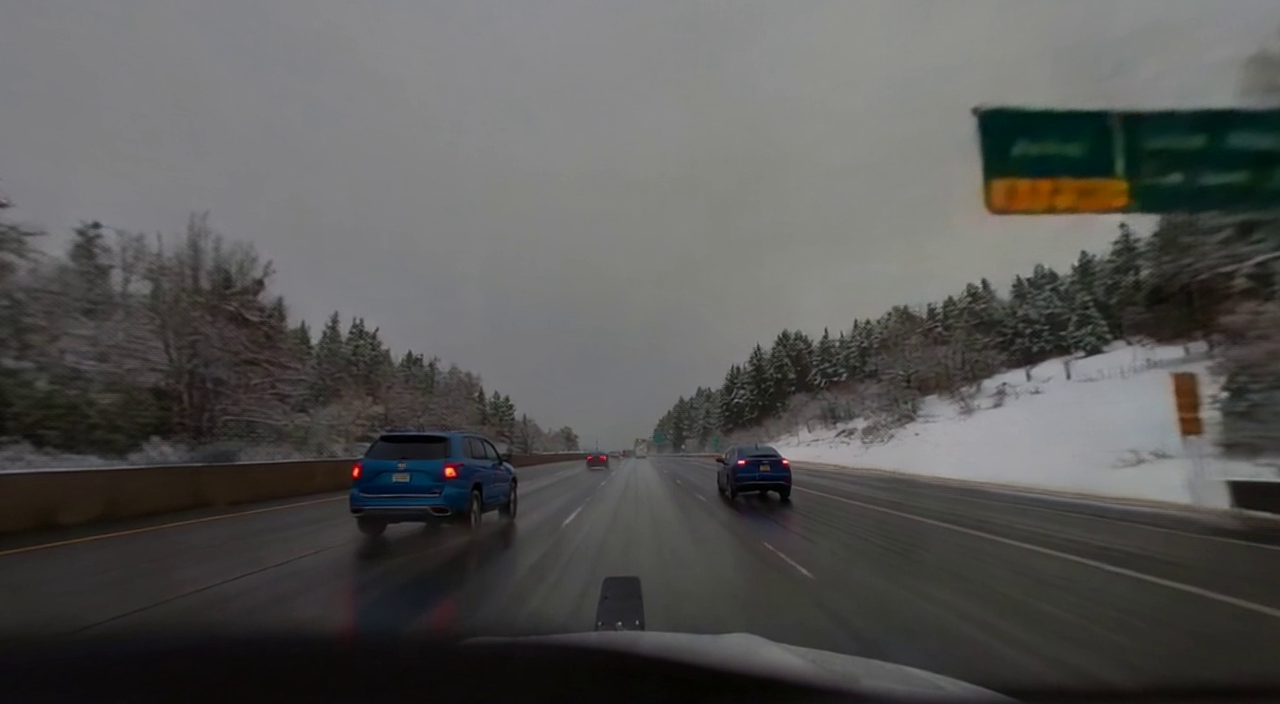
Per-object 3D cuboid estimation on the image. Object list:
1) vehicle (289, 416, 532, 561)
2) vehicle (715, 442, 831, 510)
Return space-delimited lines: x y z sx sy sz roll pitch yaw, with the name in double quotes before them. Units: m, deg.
"vehicle" -3.210 2.020 10.033 2.137 1.756 4.453 0 -9 0
"vehicle" 3.203 3.070 16.054 1.979 1.486 4.125 0 -9 -1
